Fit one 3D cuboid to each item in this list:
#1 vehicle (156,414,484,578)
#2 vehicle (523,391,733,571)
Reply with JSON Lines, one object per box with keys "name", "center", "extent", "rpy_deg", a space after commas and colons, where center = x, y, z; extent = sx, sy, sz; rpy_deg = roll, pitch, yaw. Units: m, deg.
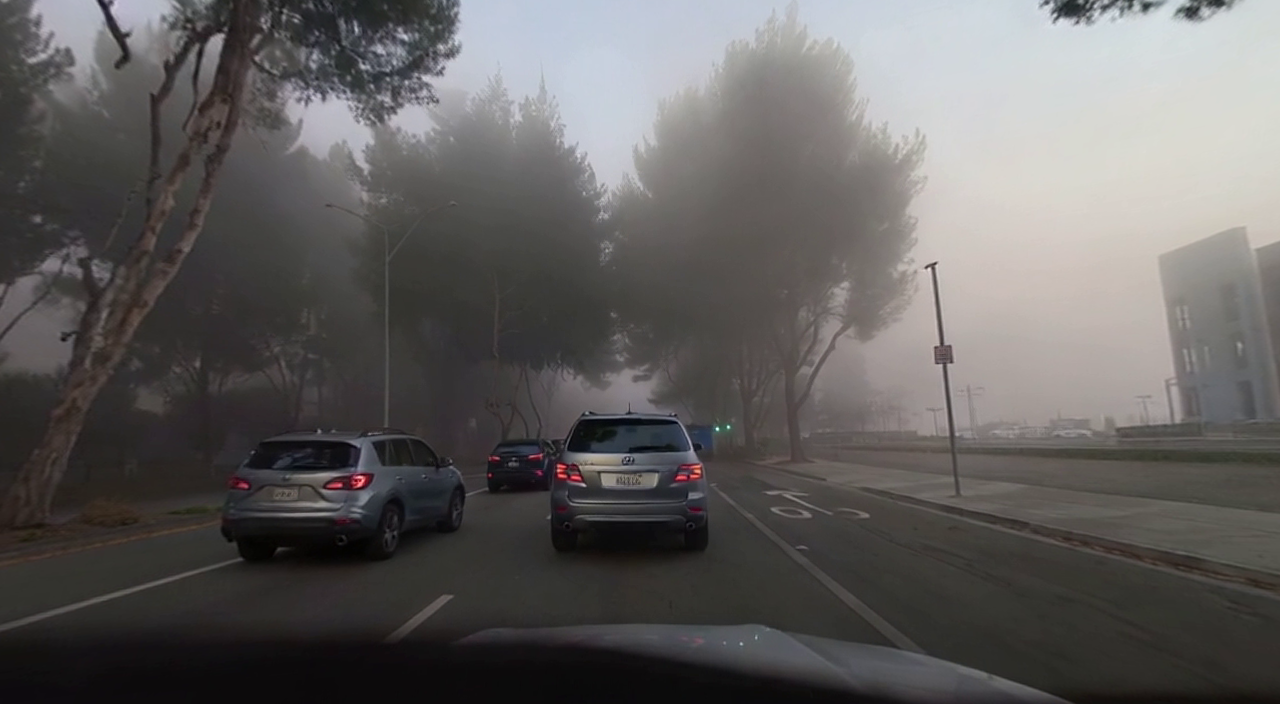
{"name": "vehicle", "center": [-3.767, 1.772, 8.654], "extent": [1.959, 1.614, 4.676], "rpy_deg": [0, -8, 1]}
{"name": "vehicle", "center": [-0.103, 1.575, 8.343], "extent": [2.075, 1.770, 4.018], "rpy_deg": [0, -8, 0]}
